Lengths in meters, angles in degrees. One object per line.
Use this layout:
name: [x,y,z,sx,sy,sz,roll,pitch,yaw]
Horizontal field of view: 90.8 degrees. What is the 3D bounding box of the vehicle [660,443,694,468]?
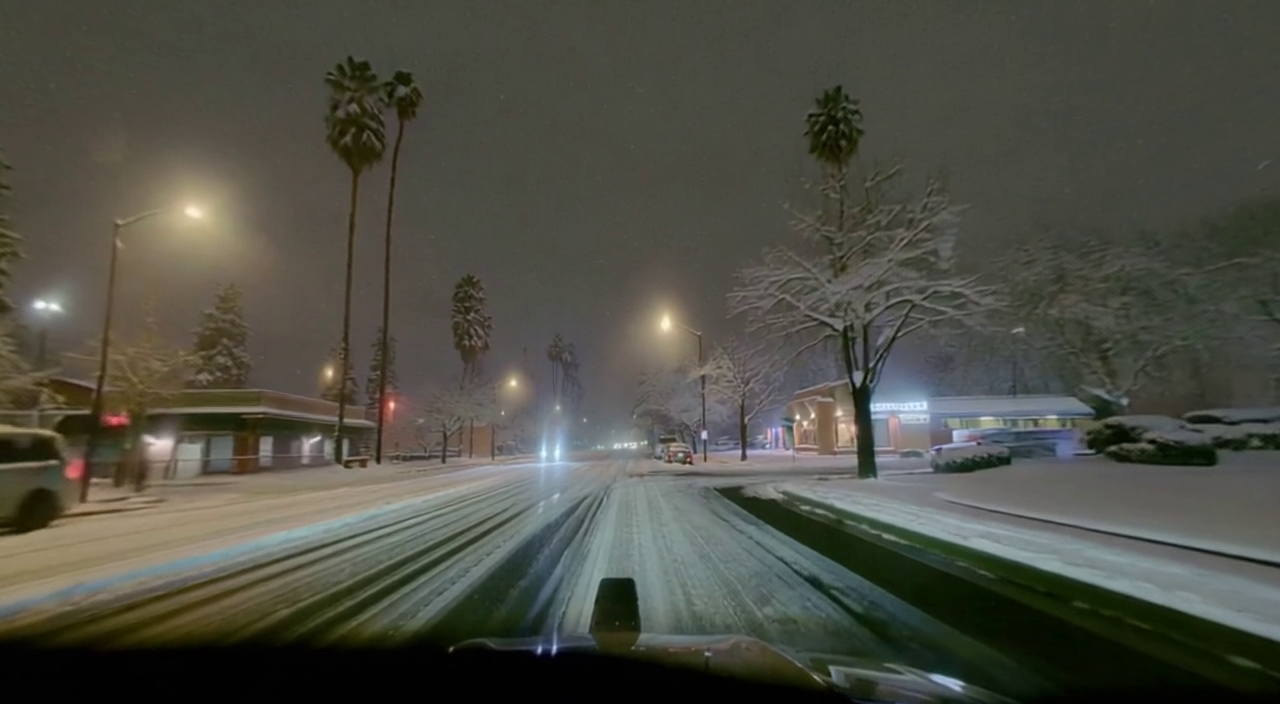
vehicle: [2.517,7.178,44.003,2.046,1.588,4.508,0,-9,-1]
